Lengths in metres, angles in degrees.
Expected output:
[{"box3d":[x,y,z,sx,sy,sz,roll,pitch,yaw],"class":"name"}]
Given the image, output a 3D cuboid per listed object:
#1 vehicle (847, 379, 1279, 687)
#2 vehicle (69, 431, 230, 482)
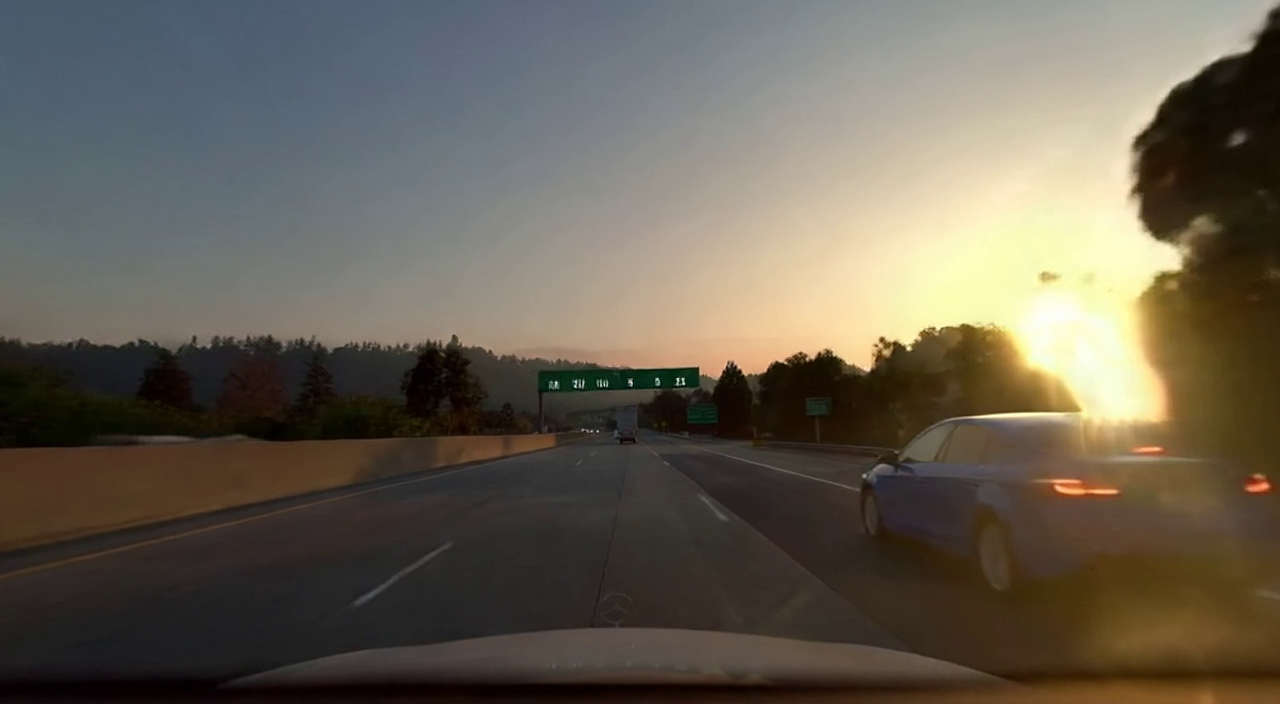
[{"box3d":[3.431,1.189,5.268,1.973,1.563,3.959,0,-8,-1],"class":"vehicle"},{"box3d":[-16.738,3.555,21.817,1.949,1.594,4.508,0,-8,0],"class":"vehicle"}]
